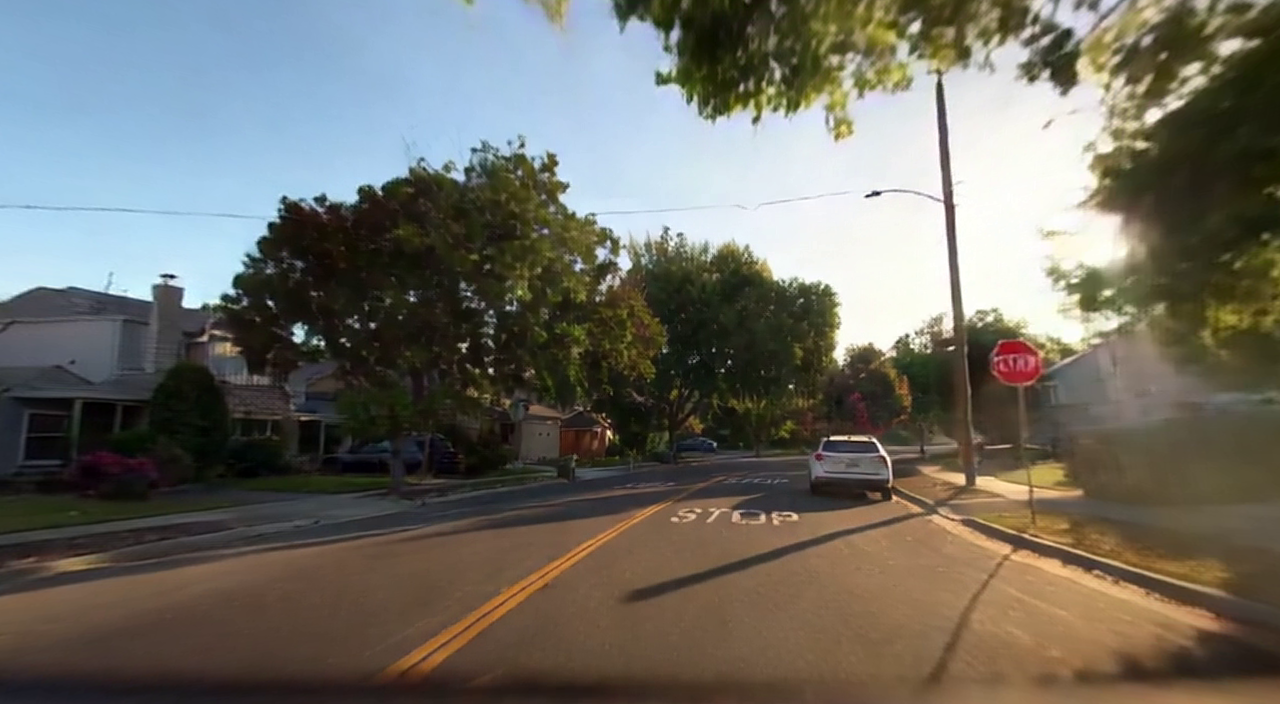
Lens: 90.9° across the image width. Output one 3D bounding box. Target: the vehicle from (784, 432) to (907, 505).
[{"bbox_3d":[5.421,3.044,17.044,2.692,1.649,4.689,-2,-9,15],"label":"vehicle"}]
